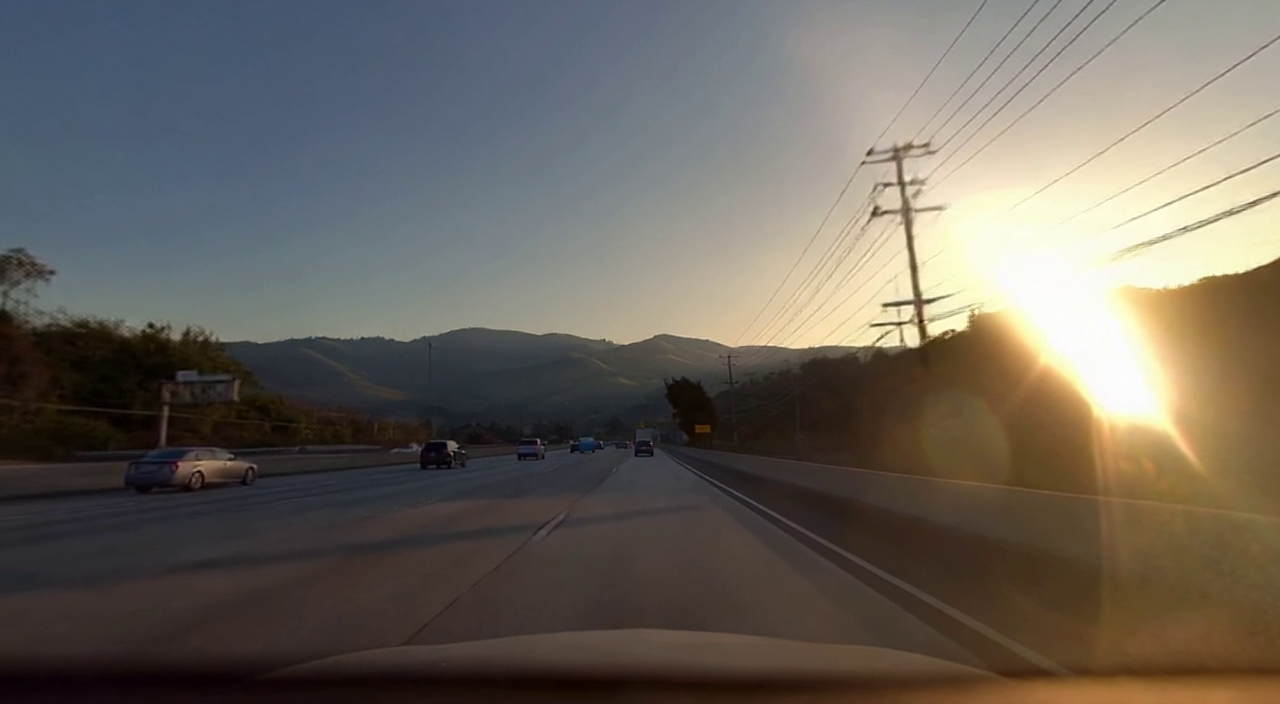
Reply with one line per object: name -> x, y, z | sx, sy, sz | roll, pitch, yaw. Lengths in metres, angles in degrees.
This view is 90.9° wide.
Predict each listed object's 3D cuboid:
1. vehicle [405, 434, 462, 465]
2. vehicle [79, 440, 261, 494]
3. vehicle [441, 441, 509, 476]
vehicle -> -14.141, 6.731, 43.527 | 2.172, 1.946, 5.017 | 0, -9, 1
vehicle -> -14.375, 3.533, 19.758 | 1.885, 1.474, 4.849 | 0, -9, 1
vehicle -> -7.448, 4.826, 28.865 | 1.899, 1.472, 4.202 | 0, -9, 1
